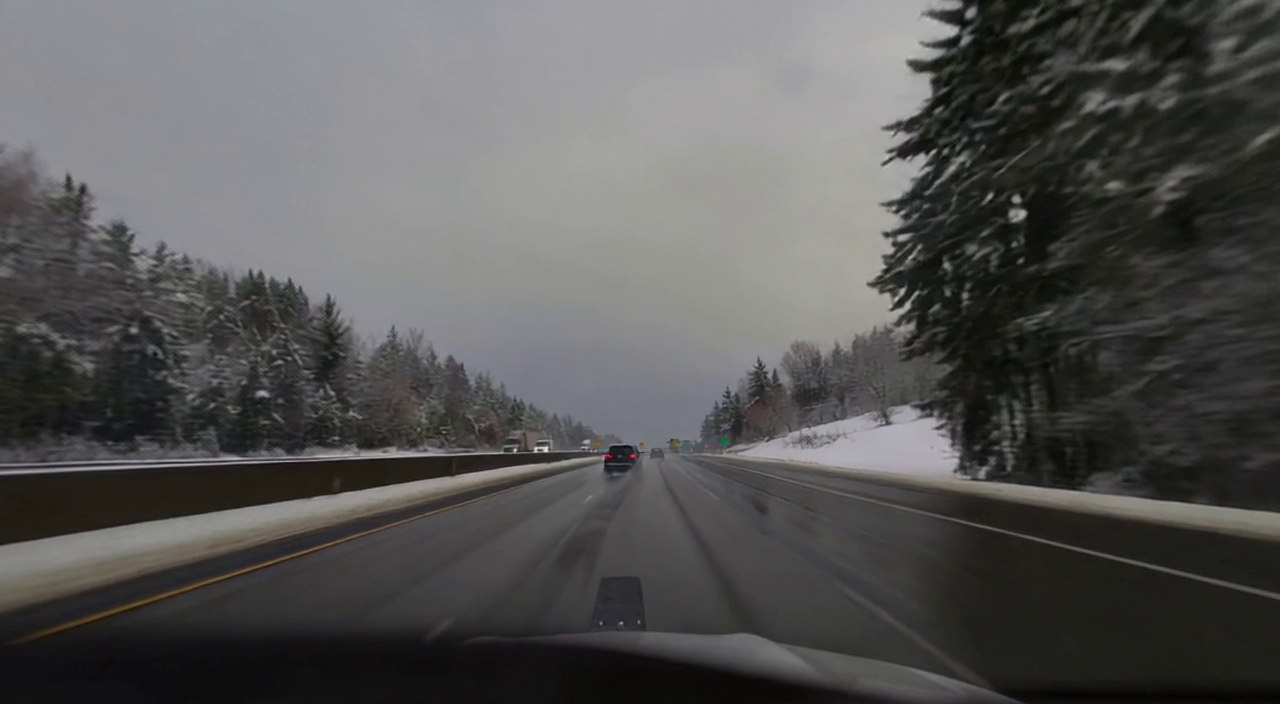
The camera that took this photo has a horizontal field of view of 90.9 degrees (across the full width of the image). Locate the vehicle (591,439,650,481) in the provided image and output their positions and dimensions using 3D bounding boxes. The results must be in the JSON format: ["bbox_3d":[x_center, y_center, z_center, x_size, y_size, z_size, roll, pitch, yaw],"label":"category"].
[{"bbox_3d":[-0.745,4.663,27.451,2.231,1.652,4.503,0,-9,2],"label":"vehicle"}]

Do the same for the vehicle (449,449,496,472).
[{"bbox_3d":[-11.159,7.236,42.192,1.865,1.466,4.348,0,-9,1],"label":"vehicle"}]
